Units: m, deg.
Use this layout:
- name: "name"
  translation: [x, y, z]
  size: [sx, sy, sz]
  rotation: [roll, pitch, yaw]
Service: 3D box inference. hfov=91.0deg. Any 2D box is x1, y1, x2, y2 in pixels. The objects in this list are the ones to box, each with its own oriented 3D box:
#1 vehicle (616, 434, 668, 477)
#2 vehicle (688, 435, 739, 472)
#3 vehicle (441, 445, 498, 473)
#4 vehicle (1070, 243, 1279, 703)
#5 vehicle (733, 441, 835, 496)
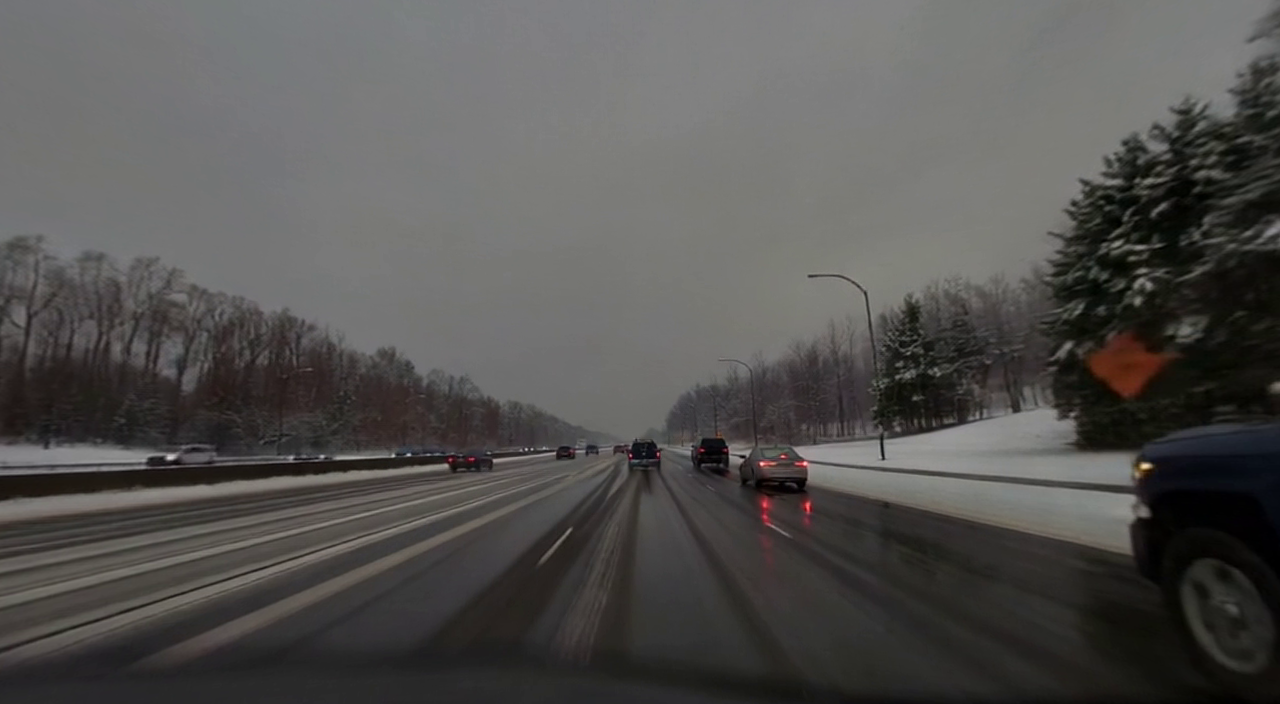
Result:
- name: "vehicle"
  translation: [0.111, 5.101, 31.251]
  size: [2.372, 1.957, 5.121]
  rotation: [0, -9, 0]
- name: "vehicle"
  translation: [4.339, 6.131, 38.175]
  size: [2.388, 1.998, 5.749]
  rotation: [0, -9, 0]
- name: "vehicle"
  translation: [-9.756, 6.149, 36.348]
  size: [1.989, 1.529, 4.433]
  rotation: [0, -9, 1]
- name: "vehicle"
  translation: [3.862, 0.296, 0.478]
  size: [2.521, 2.101, 6.467]
  rotation: [0, -9, 0]
- name: "vehicle"
  translation: [4.338, 3.599, 19.842]
  size: [2.057, 1.508, 4.767]
  rotation: [0, -9, 0]
